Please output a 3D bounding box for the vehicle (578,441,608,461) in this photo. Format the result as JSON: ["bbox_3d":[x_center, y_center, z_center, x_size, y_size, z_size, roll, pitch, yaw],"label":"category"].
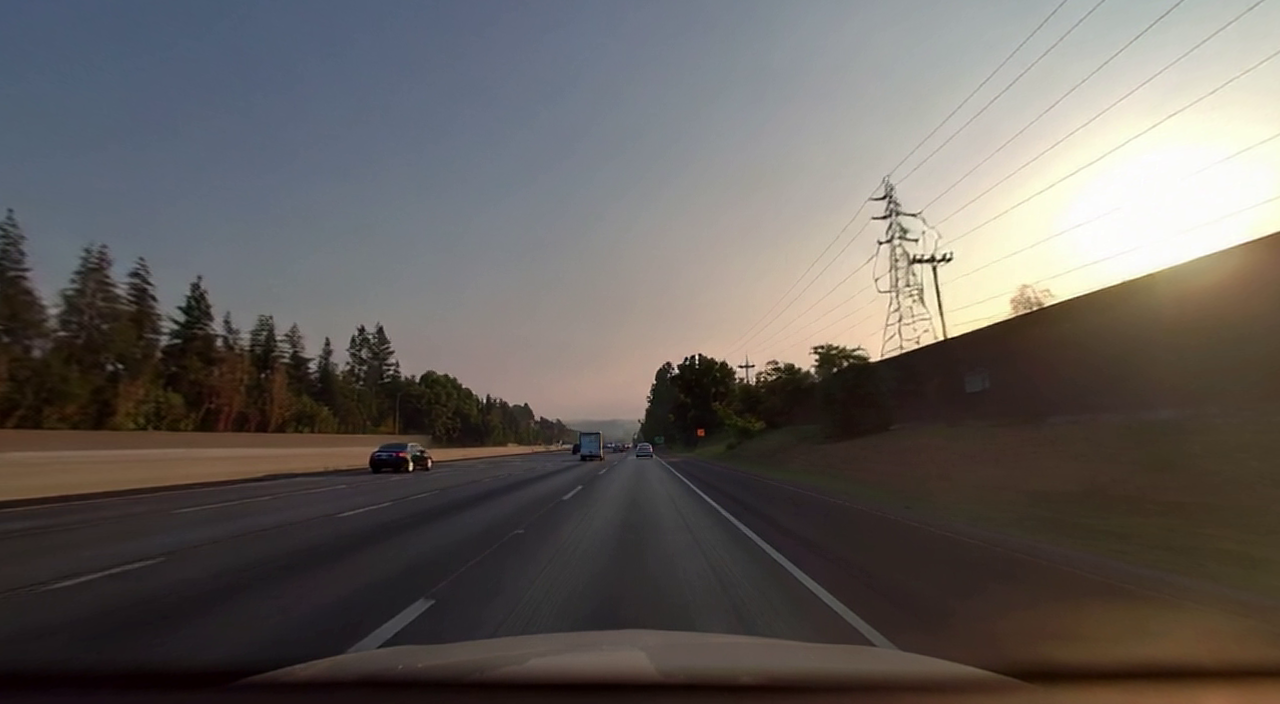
[{"bbox_3d":[-3.614,7.741,49.156,2.046,1.478,4.111,0,-8,0],"label":"vehicle"}]

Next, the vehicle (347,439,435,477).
[{"bbox_3d":[-10.924,4.663,27.946,1.955,1.496,4.732,0,-8,1],"label":"vehicle"}]
